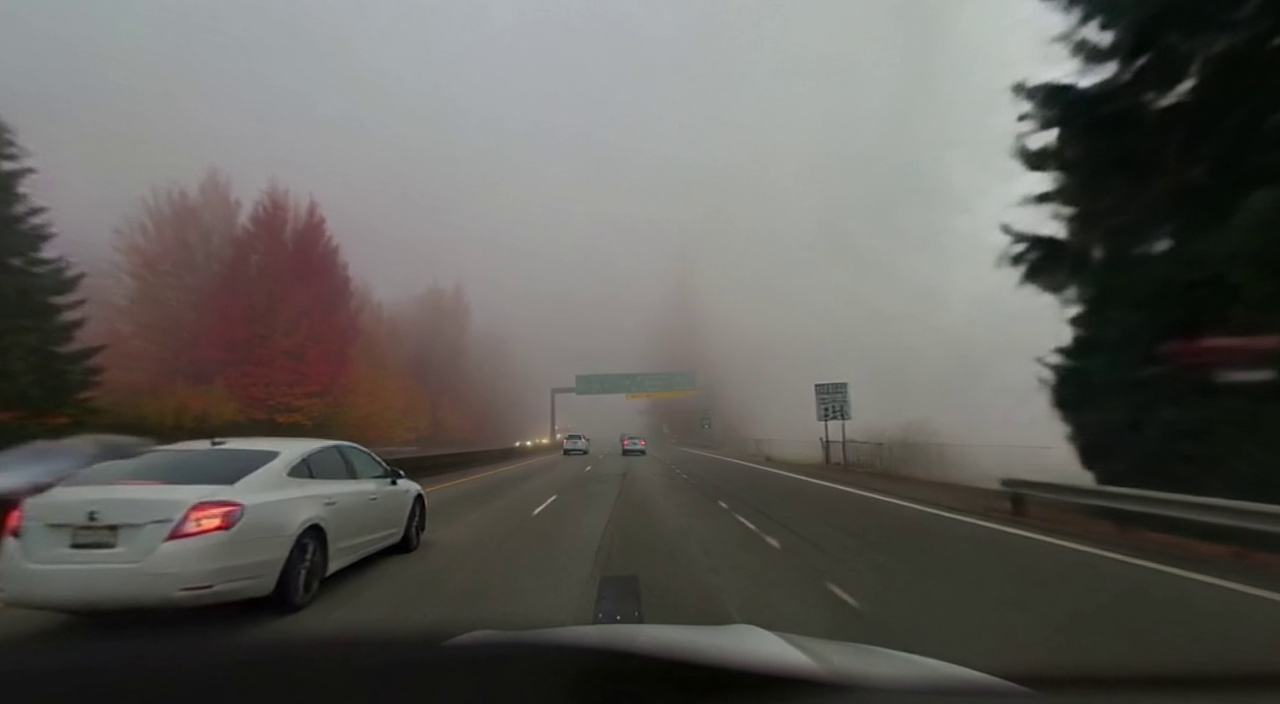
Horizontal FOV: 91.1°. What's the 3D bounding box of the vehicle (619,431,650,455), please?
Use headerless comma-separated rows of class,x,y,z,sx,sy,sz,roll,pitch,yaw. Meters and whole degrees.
vehicle,-0.412,6.368,44.029,2.054,1.609,3.859,0,-8,-1

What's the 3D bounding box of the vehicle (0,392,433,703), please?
vehicle,-3.429,1.248,4.987,1.989,1.497,4.645,0,-8,0

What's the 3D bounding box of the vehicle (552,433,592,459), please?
vehicle,-4.271,5.940,39.940,2.071,1.524,4.398,0,-8,0
